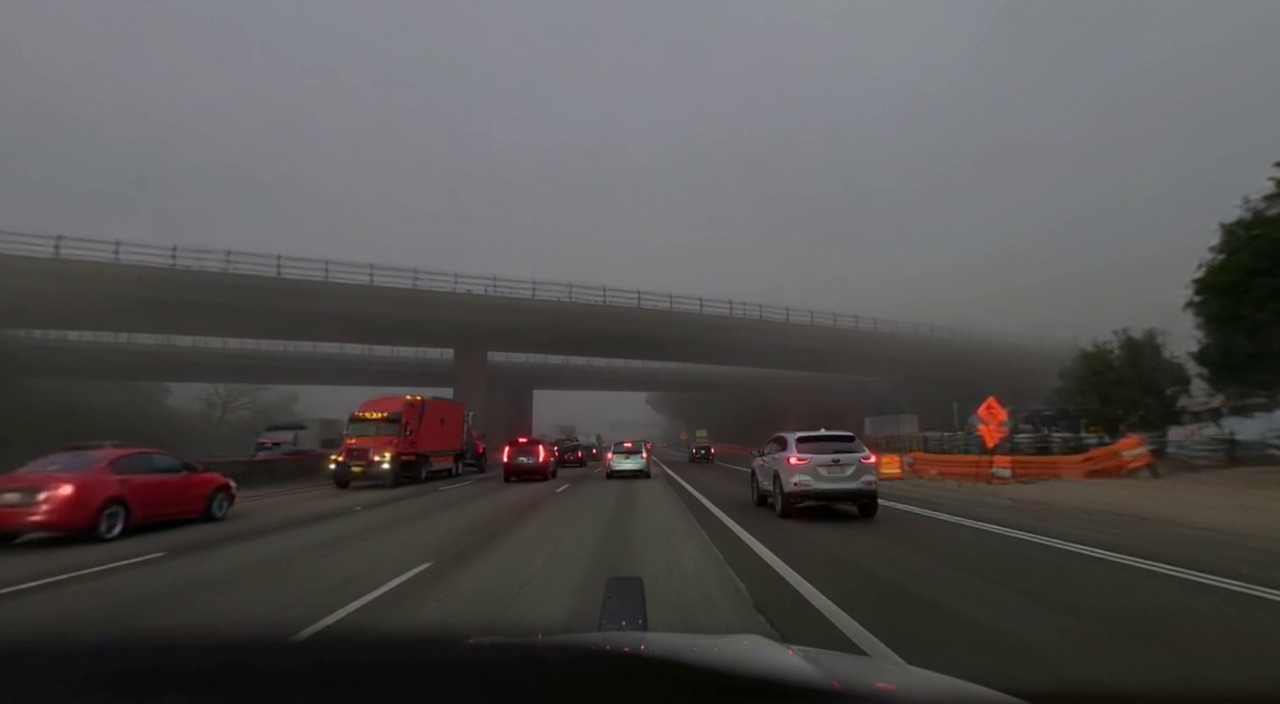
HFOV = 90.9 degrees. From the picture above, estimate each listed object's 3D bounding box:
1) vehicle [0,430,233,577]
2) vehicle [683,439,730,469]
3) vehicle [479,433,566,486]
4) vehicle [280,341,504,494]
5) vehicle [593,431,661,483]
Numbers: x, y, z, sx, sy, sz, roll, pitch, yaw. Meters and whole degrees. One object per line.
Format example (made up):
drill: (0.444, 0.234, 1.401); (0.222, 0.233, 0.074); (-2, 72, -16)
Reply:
vehicle: (-7.511, 1.726, 7.629); (1.948, 1.494, 4.749); (0, -8, 1)
vehicle: (3.443, 5.403, 33.463); (2.003, 1.465, 4.092); (0, -8, -1)
vehicle: (-3.950, 3.709, 21.996); (2.124, 1.639, 4.344); (0, -8, 1)
vehicle: (-7.439, 2.426, 21.373); (2.959, 3.886, 10.574); (-1, -8, 2)
vehicle: (-0.426, 3.801, 23.118); (2.270, 1.696, 4.061); (0, -8, 0)
